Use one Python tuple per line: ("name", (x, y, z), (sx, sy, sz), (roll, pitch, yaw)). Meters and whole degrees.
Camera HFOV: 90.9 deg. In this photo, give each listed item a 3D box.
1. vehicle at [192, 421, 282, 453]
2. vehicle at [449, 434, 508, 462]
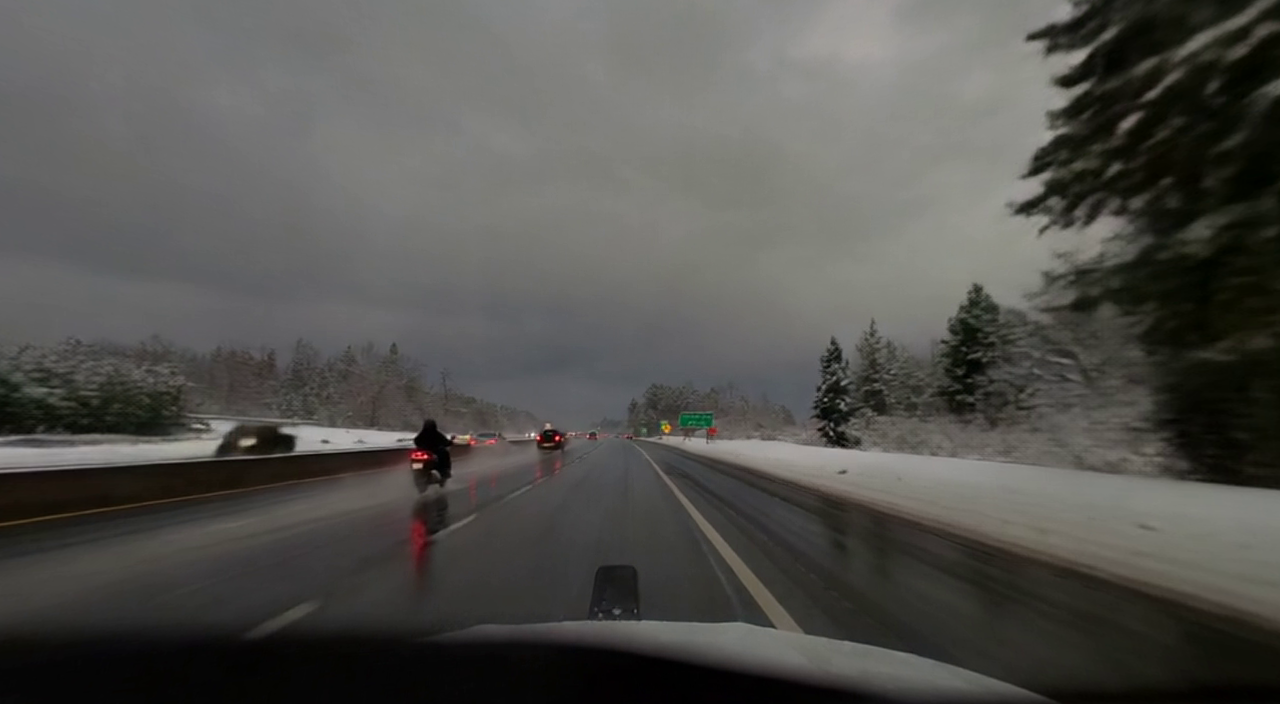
("vehicle", (-20.955, 4.439, 32.973), (1.896, 1.529, 4.323), (0, -8, -1))
("vehicle", (-8.787, 5.218, 34.616), (2.053, 1.409, 4.704), (0, -8, -1))
